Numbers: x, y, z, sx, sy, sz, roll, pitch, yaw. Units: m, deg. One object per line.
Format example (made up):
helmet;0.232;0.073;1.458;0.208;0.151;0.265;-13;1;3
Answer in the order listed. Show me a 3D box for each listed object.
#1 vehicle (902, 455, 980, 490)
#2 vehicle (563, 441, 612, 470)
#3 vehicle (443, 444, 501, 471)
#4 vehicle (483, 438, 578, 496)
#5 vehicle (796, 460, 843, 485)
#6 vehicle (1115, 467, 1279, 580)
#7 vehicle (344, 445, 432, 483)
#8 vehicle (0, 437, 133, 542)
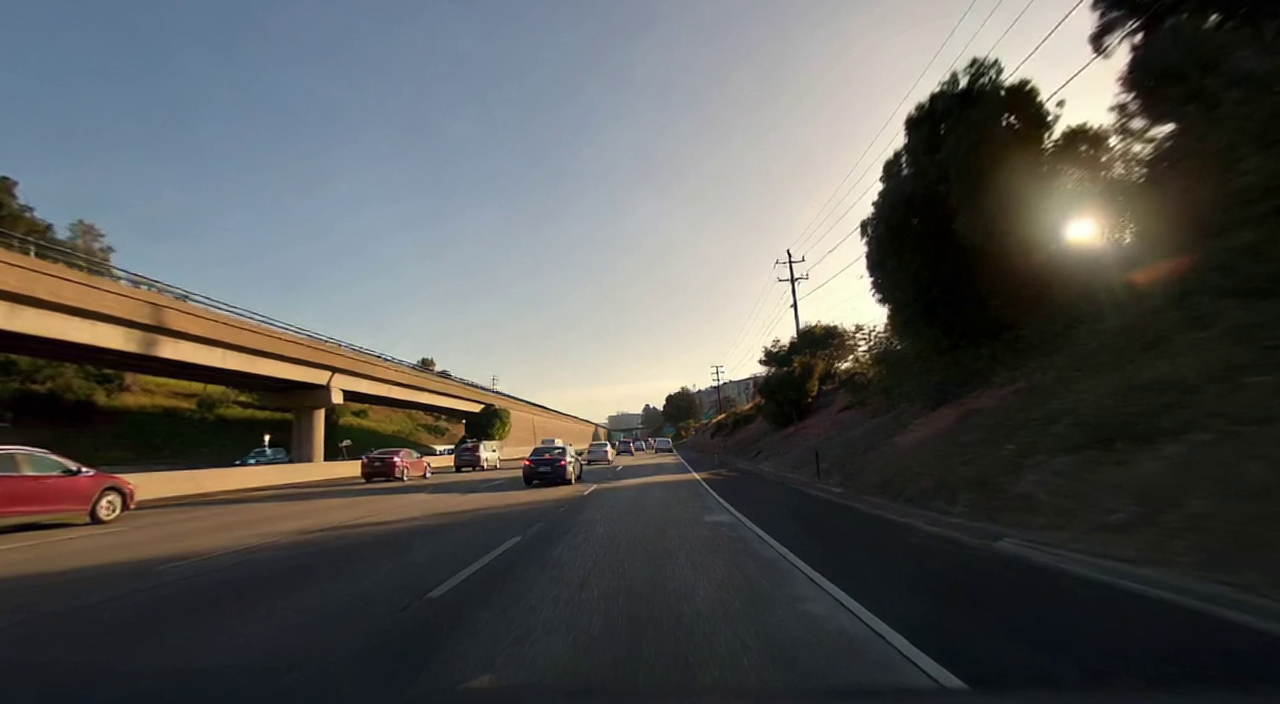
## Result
vehicle;14.980;5.982;31.602;1.853;1.586;3.727;1;-8;-4
vehicle;-2.752;5.522;33.954;2.056;1.449;4.330;0;-8;2
vehicle;-10.183;6.424;38.705;1.978;1.498;4.940;0;-8;3
vehicle;-3.117;3.363;18.879;1.939;1.511;4.246;0;-8;2
vehicle;11.952;8.050;42.175;1.916;1.465;3.951;0;-8;-1
vehicle;10.788;2.822;10.573;1.962;1.584;4.807;0;-8;1
vehicle;-10.621;4.719;26.888;1.981;1.484;3.827;0;-8;3
vehicle;-10.532;2.068;9.520;1.958;1.538;4.511;0;-8;1
